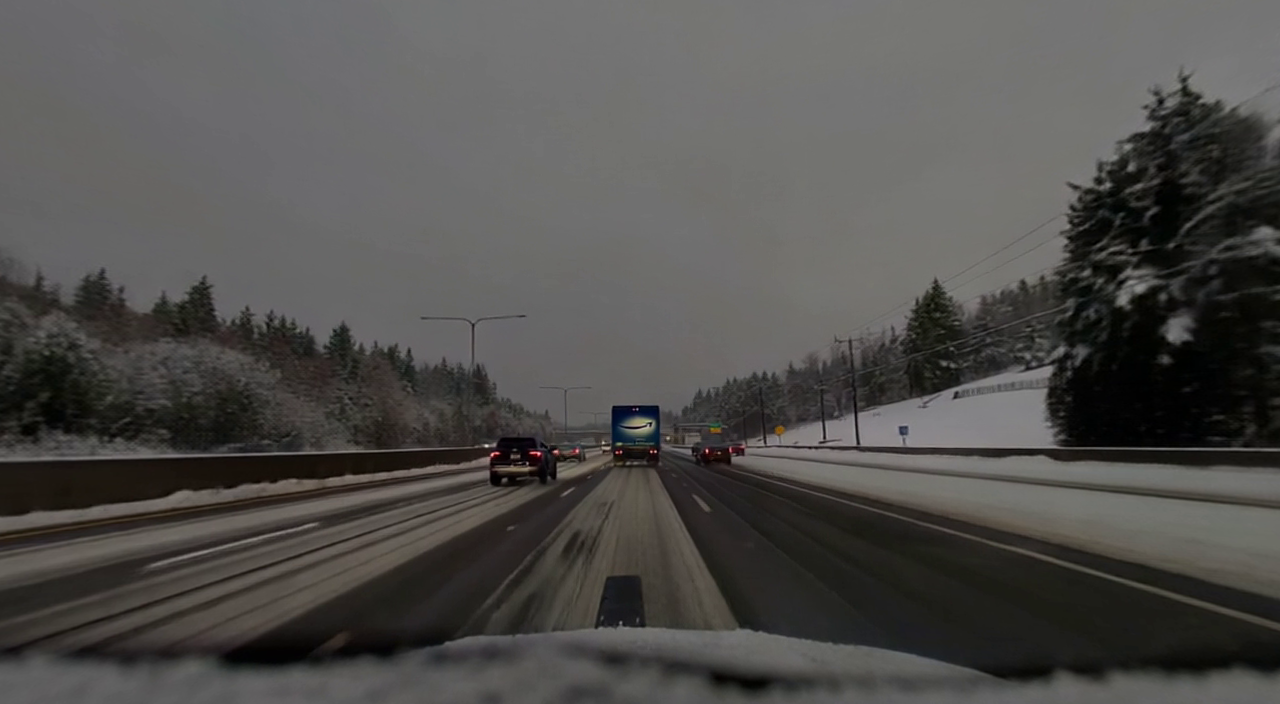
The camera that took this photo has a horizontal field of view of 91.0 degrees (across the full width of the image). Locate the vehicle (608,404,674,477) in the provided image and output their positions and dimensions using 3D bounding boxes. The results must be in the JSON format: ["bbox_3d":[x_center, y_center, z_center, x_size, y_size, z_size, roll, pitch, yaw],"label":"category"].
[{"bbox_3d":[0.036,3.768,26.663,2.456,2.705,6.251,0,-9,0],"label":"vehicle"}]

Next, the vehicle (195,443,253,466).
[{"bbox_3d":[-29.229,7.179,44.340,1.592,1.450,3.673,-2,-7,0],"label":"vehicle"}]

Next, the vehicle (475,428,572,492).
[{"bbox_3d":[-3.384,3.244,19.201,2.095,1.688,4.188,0,-9,1],"label":"vehicle"}]

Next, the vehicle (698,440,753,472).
[{"bbox_3d":[4.228,5.241,31.885,1.970,1.499,4.491,1,-9,-2],"label":"vehicle"}]
